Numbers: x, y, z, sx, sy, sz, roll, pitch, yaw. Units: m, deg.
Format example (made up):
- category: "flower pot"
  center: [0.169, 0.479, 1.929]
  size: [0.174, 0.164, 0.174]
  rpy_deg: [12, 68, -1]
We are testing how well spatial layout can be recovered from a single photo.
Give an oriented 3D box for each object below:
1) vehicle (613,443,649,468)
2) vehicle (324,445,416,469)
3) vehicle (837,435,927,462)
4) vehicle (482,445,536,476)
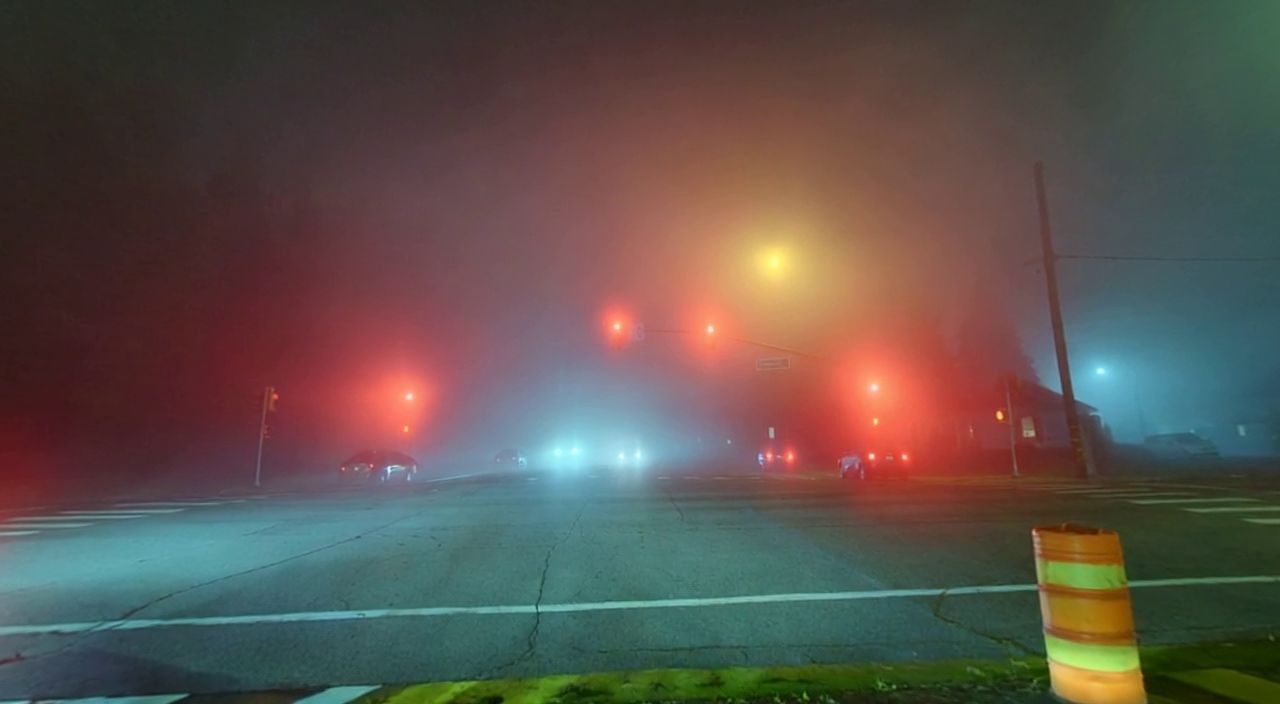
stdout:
- category: "vehicle"
  center: [-0.562, 6.508, 39.941]
  size: [2.105, 1.457, 4.173]
  rpy_deg: [0, -8, -1]
- category: "vehicle"
  center: [-16.413, 6.380, 38.602]
  size: [4.713, 1.409, 1.918]
  rpy_deg: [0, -8, -2]
- category: "vehicle"
  center: [15.374, 6.175, 40.316]
  size: [4.892, 1.656, 1.856]
  rpy_deg: [0, -8, 0]
- category: "vehicle"
  center: [-6.617, 5.530, 32.366]
  size: [1.881, 1.452, 4.121]
  rpy_deg: [0, -8, 0]
